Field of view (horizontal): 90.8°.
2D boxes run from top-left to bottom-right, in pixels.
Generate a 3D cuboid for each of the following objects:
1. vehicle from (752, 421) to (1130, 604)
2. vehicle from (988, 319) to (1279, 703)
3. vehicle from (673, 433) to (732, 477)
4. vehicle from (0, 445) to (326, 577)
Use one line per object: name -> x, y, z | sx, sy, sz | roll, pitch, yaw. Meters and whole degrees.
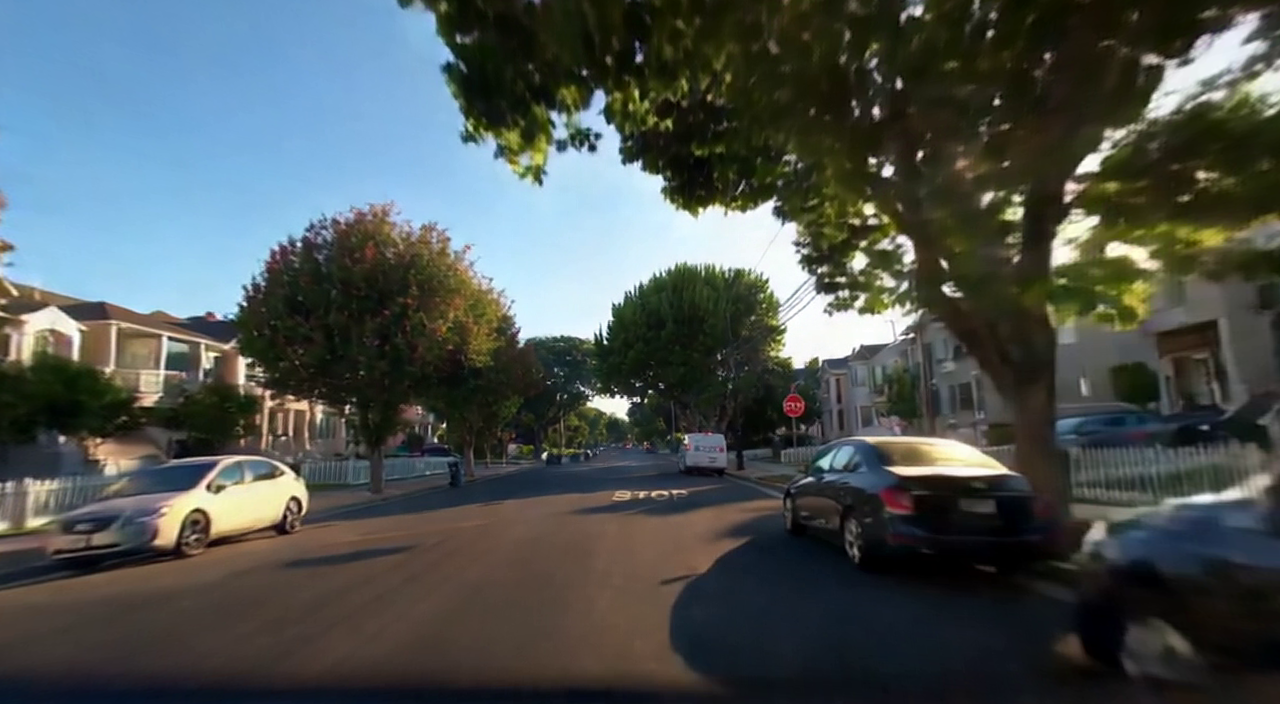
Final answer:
vehicle -> 2.945, 1.683, 7.622 | 2.185, 1.513, 4.524 | 0, -9, -2
vehicle -> 3.210, 0.654, 1.481 | 2.080, 1.706, 4.449 | 0, -9, -2
vehicle -> 2.730, 4.636, 28.651 | 2.126, 1.795, 4.751 | 0, -9, -1
vehicle -> -7.168, 2.322, 10.117 | 2.125, 1.623, 4.207 | 0, -9, -1
